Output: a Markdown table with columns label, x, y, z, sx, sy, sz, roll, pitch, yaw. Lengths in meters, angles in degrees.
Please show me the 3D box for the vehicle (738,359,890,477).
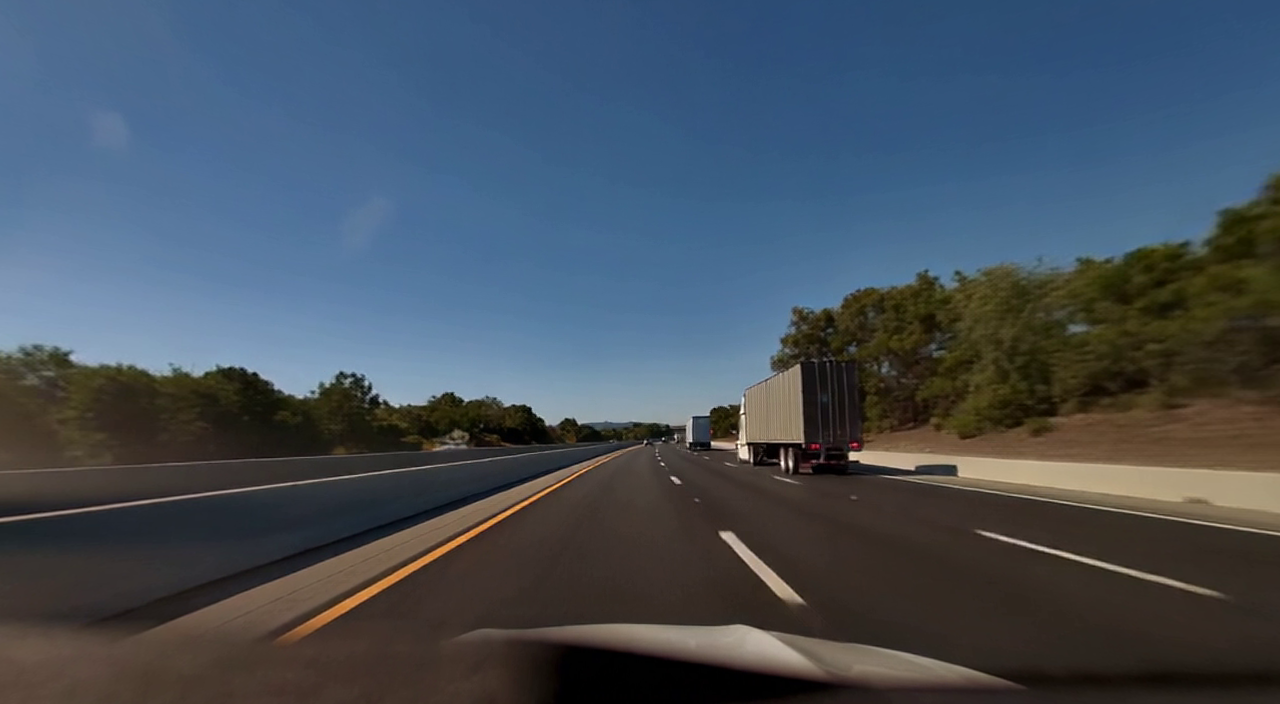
| label | x | y | z | sx | sy | sz | roll | pitch | yaw |
| --- | --- | --- | --- | --- | --- | --- | --- | --- | --- |
| vehicle | 7.117 | 3.272 | 28.877 | 2.885 | 4.075 | 13.981 | -1 | -8 | 0 |
